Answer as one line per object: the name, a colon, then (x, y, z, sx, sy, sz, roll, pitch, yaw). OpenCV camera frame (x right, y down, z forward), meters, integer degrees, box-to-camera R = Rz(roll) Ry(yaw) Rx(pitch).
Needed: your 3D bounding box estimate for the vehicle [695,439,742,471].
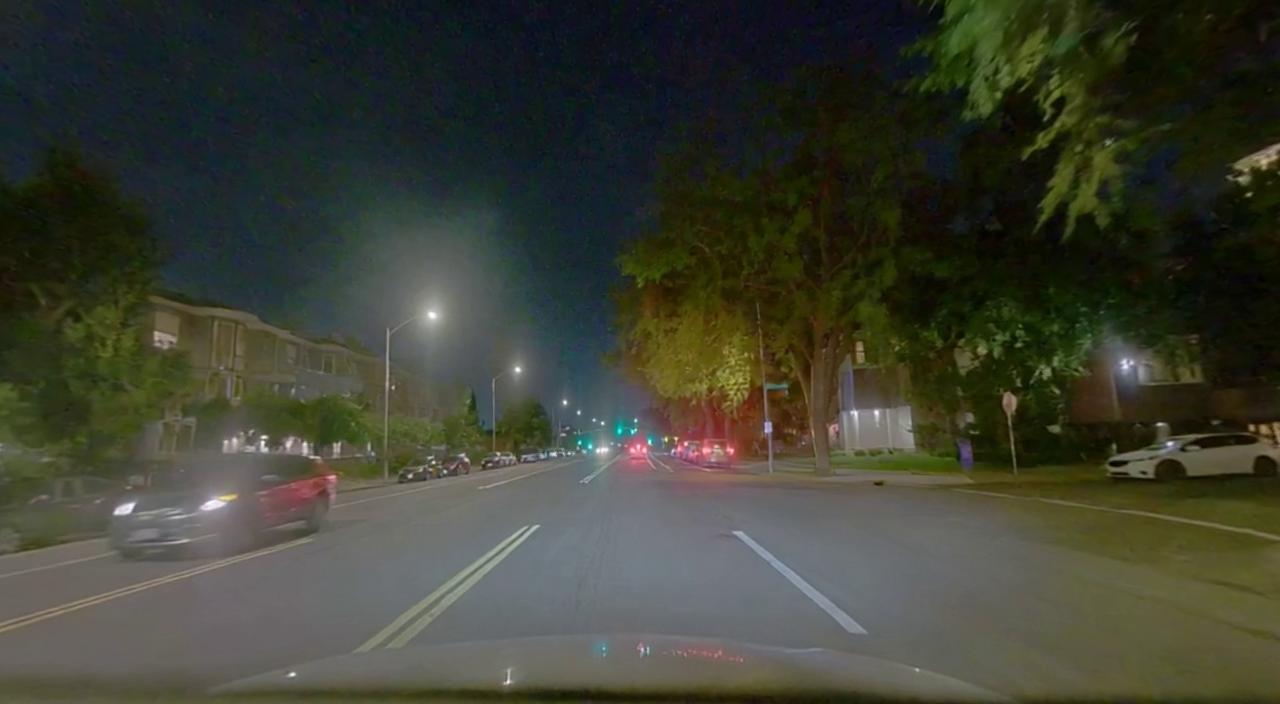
vehicle: (4.650, 6.177, 38.124, 2.022, 1.799, 5.105, 0, -9, -2)

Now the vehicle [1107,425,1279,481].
vehicle: (18.738, 3.330, 20.962, 4.755, 1.733, 2.029, 0, -9, 1)

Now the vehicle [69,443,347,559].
vehicle: (-7.409, 2.537, 11.563, 1.990, 1.684, 4.347, 0, -9, 0)

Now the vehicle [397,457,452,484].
vehicle: (-13.005, 7.172, 38.403, 1.834, 1.467, 4.357, 0, -9, 0)

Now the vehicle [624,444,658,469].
vehicle: (0.017, 6.435, 39.044, 2.022, 1.471, 3.973, 0, -9, -1)

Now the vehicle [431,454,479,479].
vehicle: (-12.879, 7.983, 44.295, 1.880, 1.523, 4.833, 0, -9, 1)
